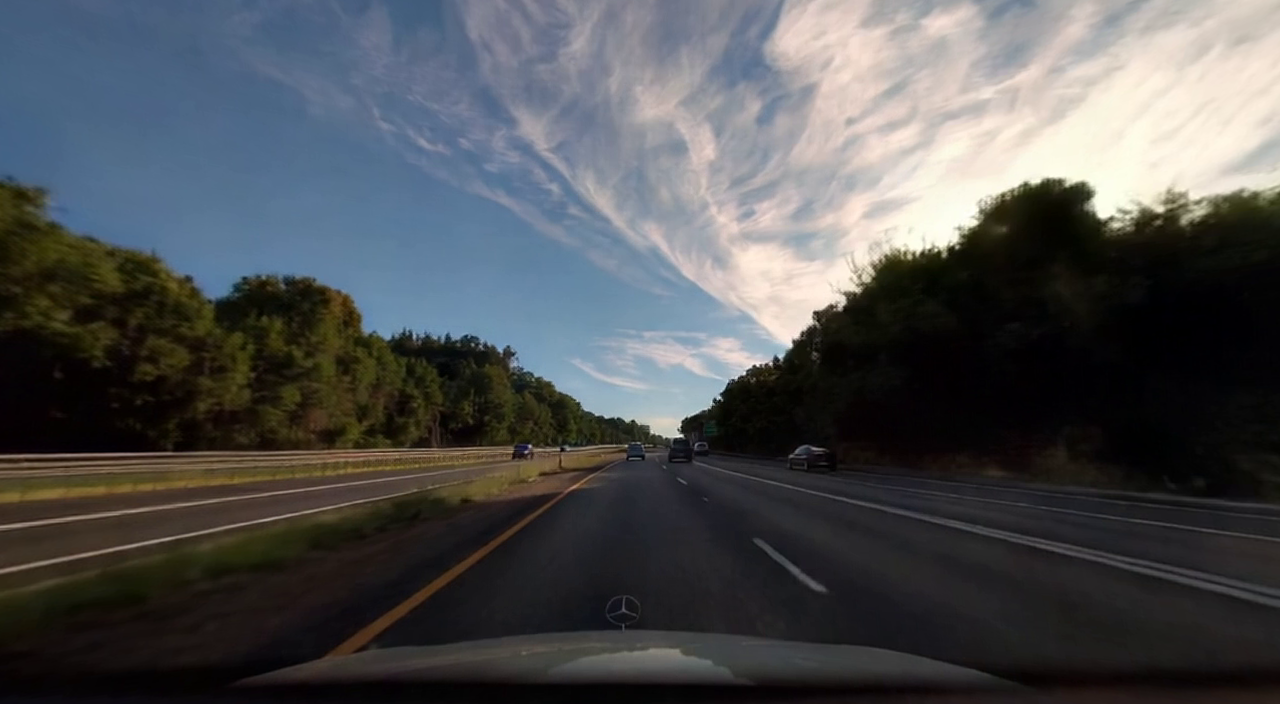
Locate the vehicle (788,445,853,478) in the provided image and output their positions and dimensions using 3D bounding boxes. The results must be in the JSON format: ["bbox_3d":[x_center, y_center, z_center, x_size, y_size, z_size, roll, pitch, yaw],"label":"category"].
[{"bbox_3d":[8.651,5.270,30.486,1.926,1.483,3.528,0,-9,-3],"label":"vehicle"}]

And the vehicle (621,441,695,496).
[{"bbox_3d":[0.461,3.560,19.627,2.053,1.483,4.185,0,-9,-1],"label":"vehicle"}]
